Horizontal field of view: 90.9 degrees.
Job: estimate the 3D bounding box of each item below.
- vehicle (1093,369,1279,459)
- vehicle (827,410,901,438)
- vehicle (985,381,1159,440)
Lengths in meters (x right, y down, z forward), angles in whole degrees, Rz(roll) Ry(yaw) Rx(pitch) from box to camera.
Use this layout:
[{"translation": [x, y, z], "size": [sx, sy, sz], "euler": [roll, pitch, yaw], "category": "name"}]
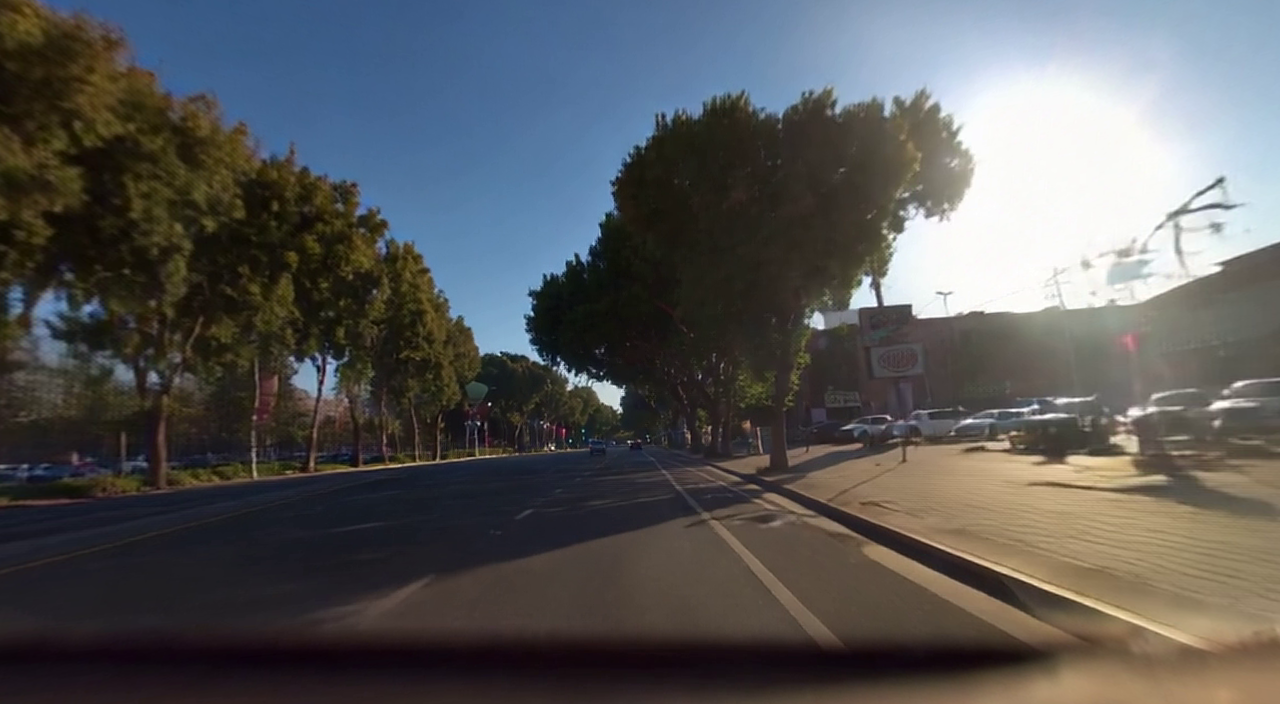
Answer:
[{"translation": [12.304, 1.314, 13.683], "size": [3.539, 1.473, 1.627], "euler": [-7, -6, -2], "category": "vehicle"}, {"translation": [13.518, 4.403, 38.182], "size": [3.756, 1.580, 1.886], "euler": [-1, -8, 3], "category": "vehicle"}, {"translation": [12.921, 1.793, 19.005], "size": [3.982, 1.652, 1.747], "euler": [0, -8, -5], "category": "vehicle"}]
